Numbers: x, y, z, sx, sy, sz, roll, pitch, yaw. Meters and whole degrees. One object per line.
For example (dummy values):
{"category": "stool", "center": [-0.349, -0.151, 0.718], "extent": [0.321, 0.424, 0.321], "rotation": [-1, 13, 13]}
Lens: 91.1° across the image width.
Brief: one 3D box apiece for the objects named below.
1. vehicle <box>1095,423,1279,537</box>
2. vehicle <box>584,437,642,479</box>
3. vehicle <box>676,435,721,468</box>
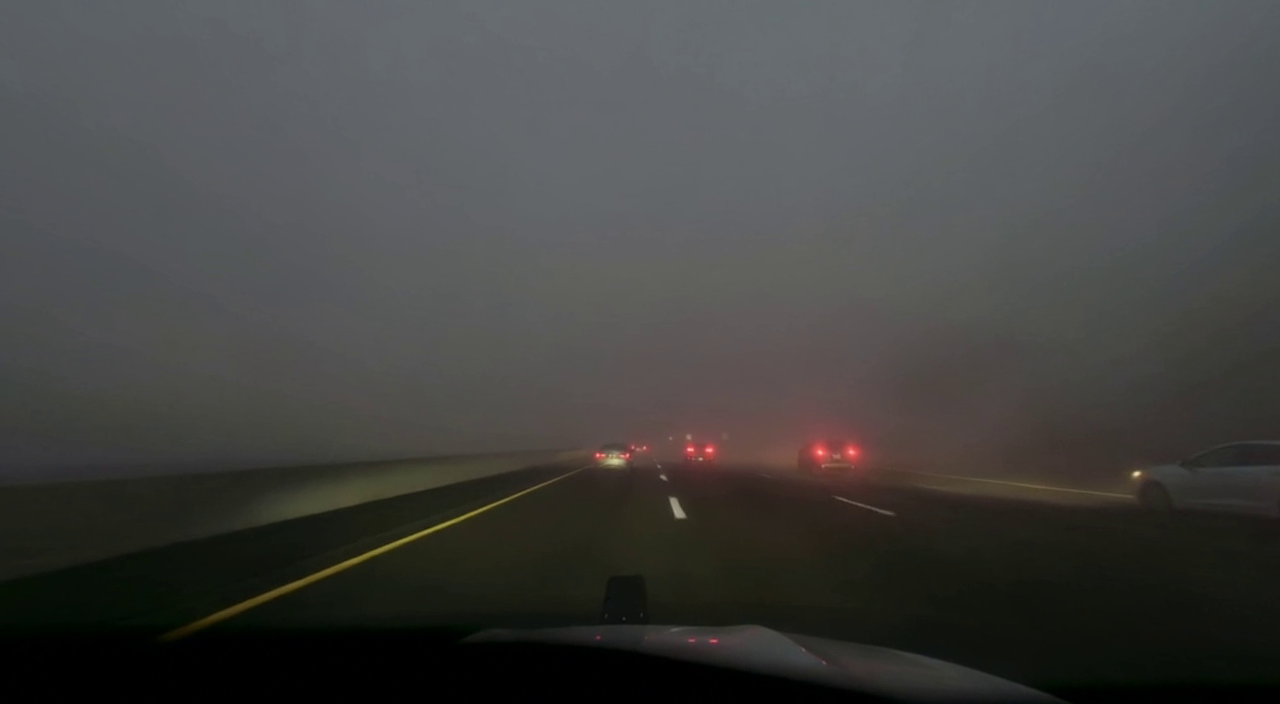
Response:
{"category": "vehicle", "center": [9.461, 1.820, 9.189], "extent": [1.870, 1.493, 5.015], "rotation": [0, -8, 1]}
{"category": "vehicle", "center": [-0.979, 4.234, 25.356], "extent": [2.050, 1.546, 4.344], "rotation": [0, -8, 1]}
{"category": "vehicle", "center": [3.130, 5.464, 34.561], "extent": [2.063, 1.698, 4.355], "rotation": [0, -8, 0]}
